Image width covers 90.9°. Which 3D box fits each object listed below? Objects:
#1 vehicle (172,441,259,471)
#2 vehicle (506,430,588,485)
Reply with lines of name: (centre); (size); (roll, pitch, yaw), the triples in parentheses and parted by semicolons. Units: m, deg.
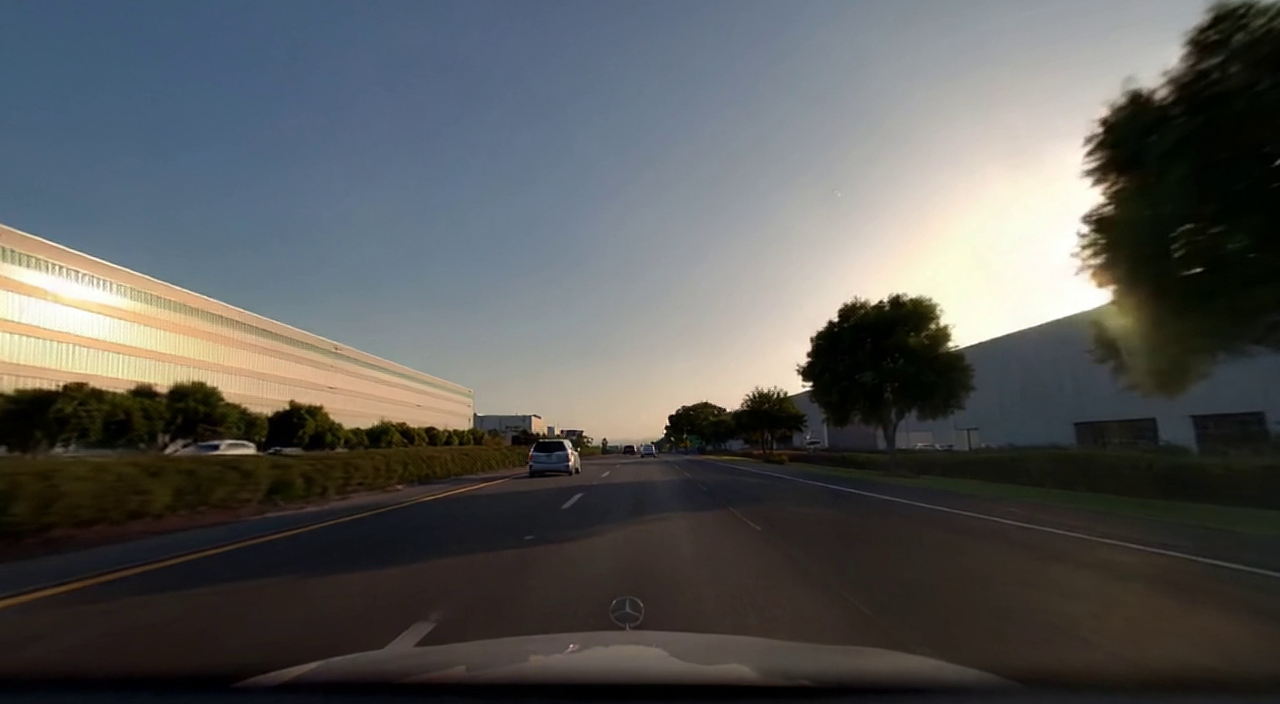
vehicle: (-27.868, 6.835, 41.621); (2.075, 1.834, 5.135); (0, -9, 0)
vehicle: (-3.401, 4.003, 24.163); (2.218, 1.850, 4.774); (0, -9, 2)
